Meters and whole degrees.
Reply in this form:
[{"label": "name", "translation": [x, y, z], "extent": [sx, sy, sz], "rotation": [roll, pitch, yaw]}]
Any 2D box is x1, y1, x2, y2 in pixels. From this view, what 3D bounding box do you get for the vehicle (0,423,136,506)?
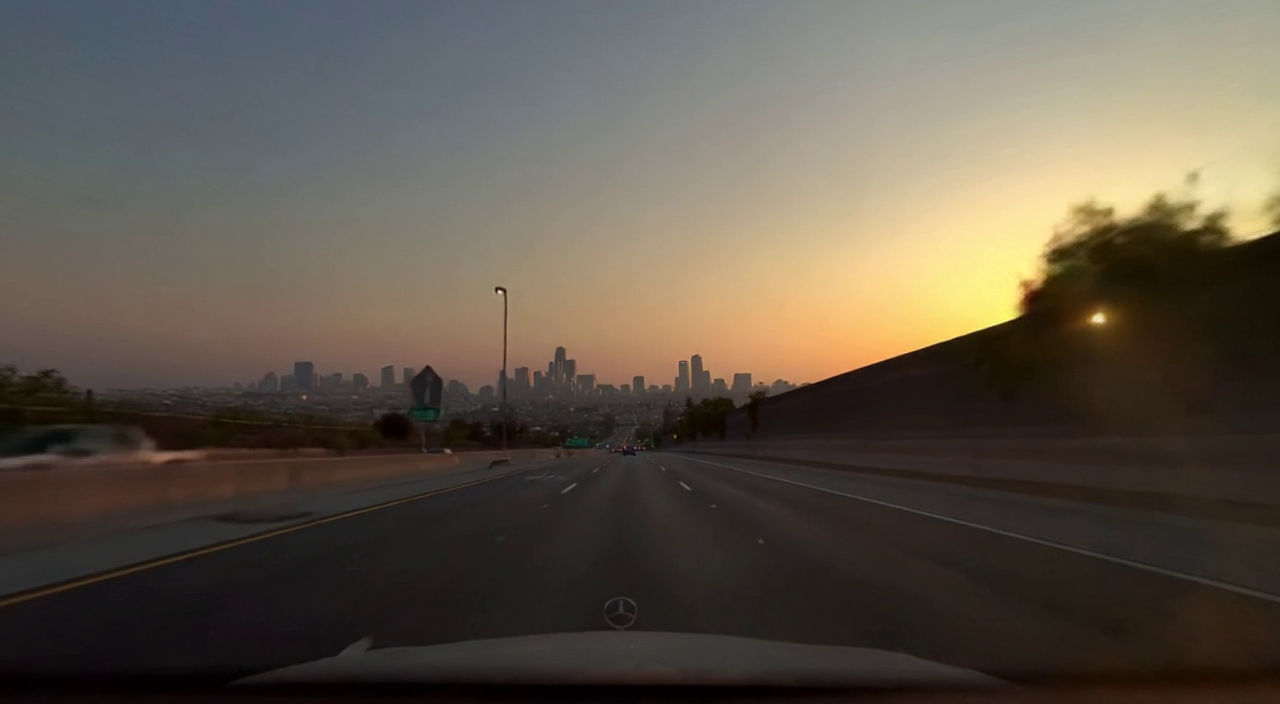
[{"label": "vehicle", "translation": [-15.476, 2.603, 14.659], "extent": [2.475, 1.824, 6.214], "rotation": [-1, -8, -1]}]
